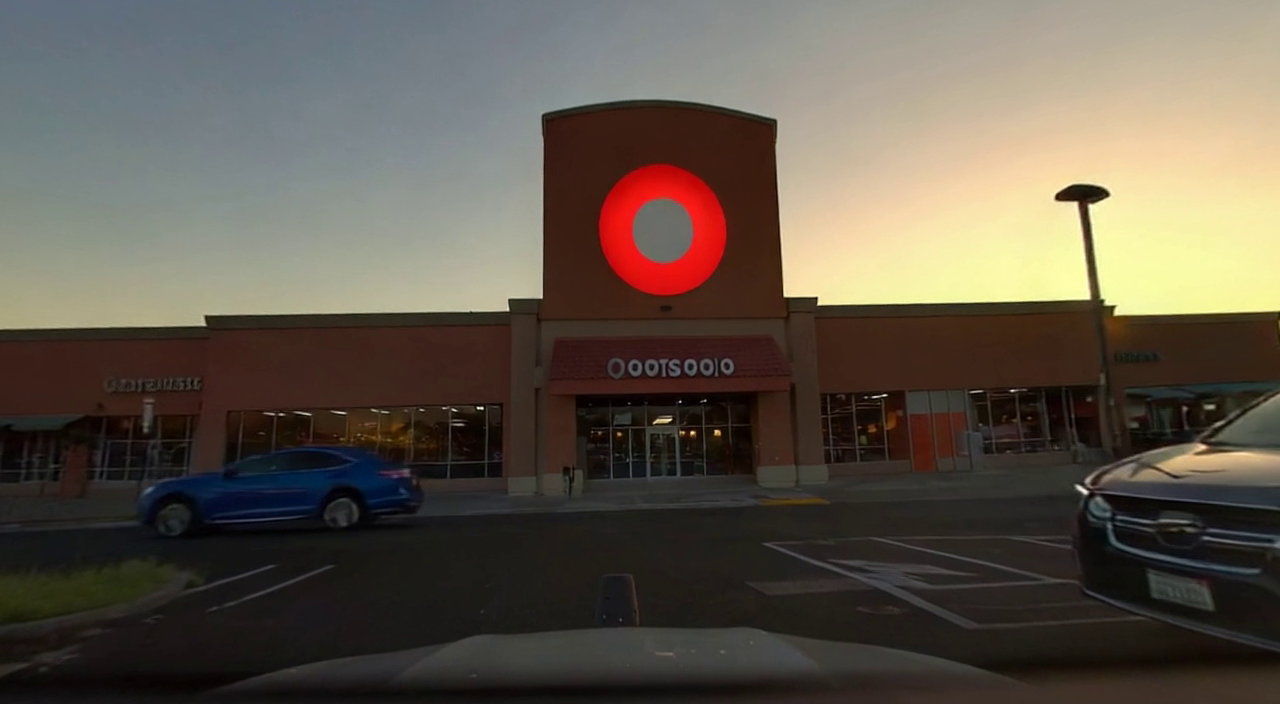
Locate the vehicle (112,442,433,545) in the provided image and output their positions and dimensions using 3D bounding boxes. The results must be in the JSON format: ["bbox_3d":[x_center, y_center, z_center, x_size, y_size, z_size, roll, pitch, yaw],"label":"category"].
[{"bbox_3d":[-6.896,2.686,12.485,4.957,1.788,2.092,1,-8,-7],"label":"vehicle"}]

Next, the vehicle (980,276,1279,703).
[{"bbox_3d":[4.978,0.780,3.430,4.864,1.916,2.413,1,-8,-5],"label":"vehicle"}]
